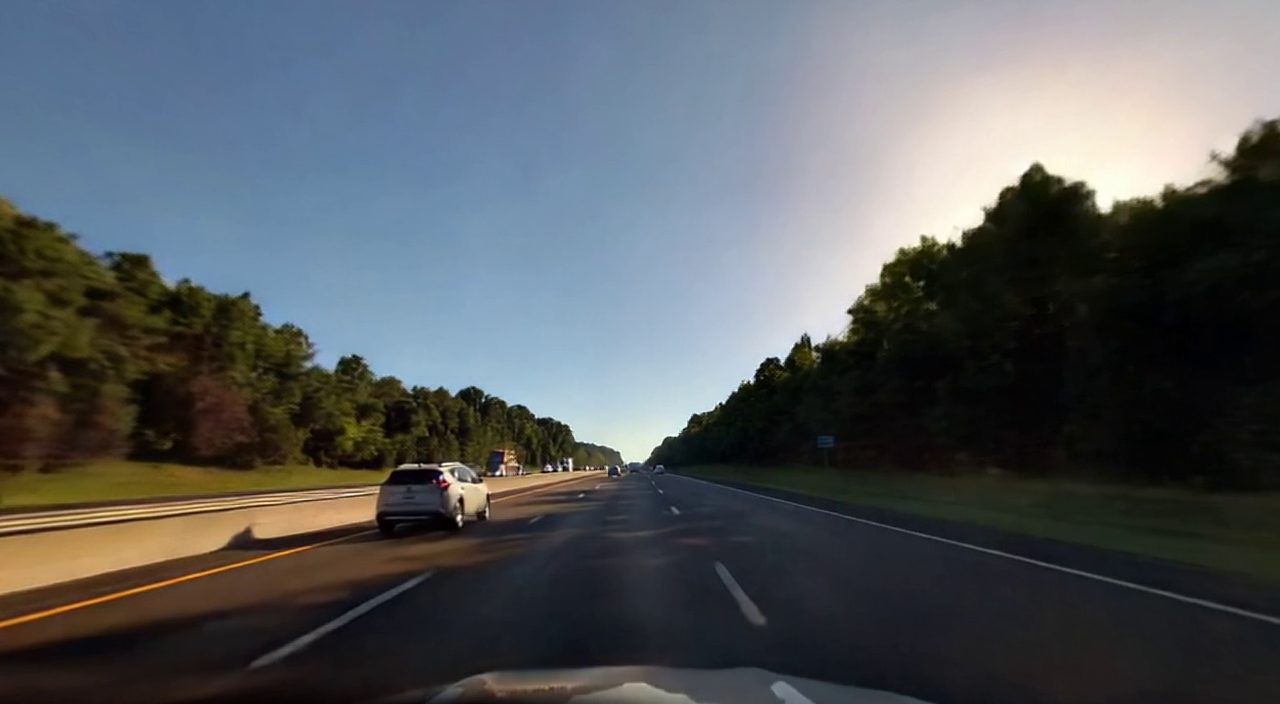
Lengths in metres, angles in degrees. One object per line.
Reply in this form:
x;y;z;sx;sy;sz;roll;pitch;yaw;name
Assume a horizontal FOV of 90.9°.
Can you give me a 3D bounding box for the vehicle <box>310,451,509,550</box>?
-4.041;2.708;12.033;2.043;1.486;4.442;0;-10;1;vehicle
